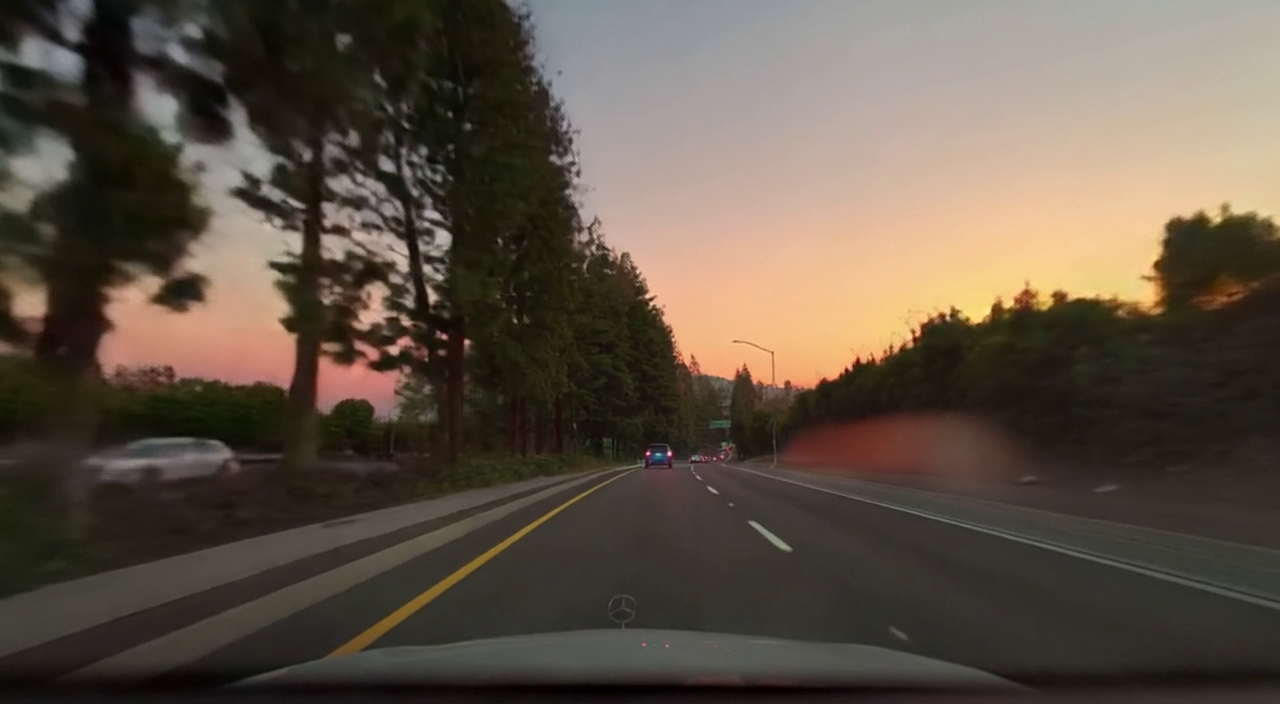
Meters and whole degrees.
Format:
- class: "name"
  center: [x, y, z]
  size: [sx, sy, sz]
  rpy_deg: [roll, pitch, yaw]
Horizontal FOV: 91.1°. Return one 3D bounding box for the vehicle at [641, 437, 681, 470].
- class: "vehicle"
  center: [1.473, 6.908, 42.859]
  size: [2.546, 2.126, 5.153]
  rpy_deg: [-1, -8, 3]
